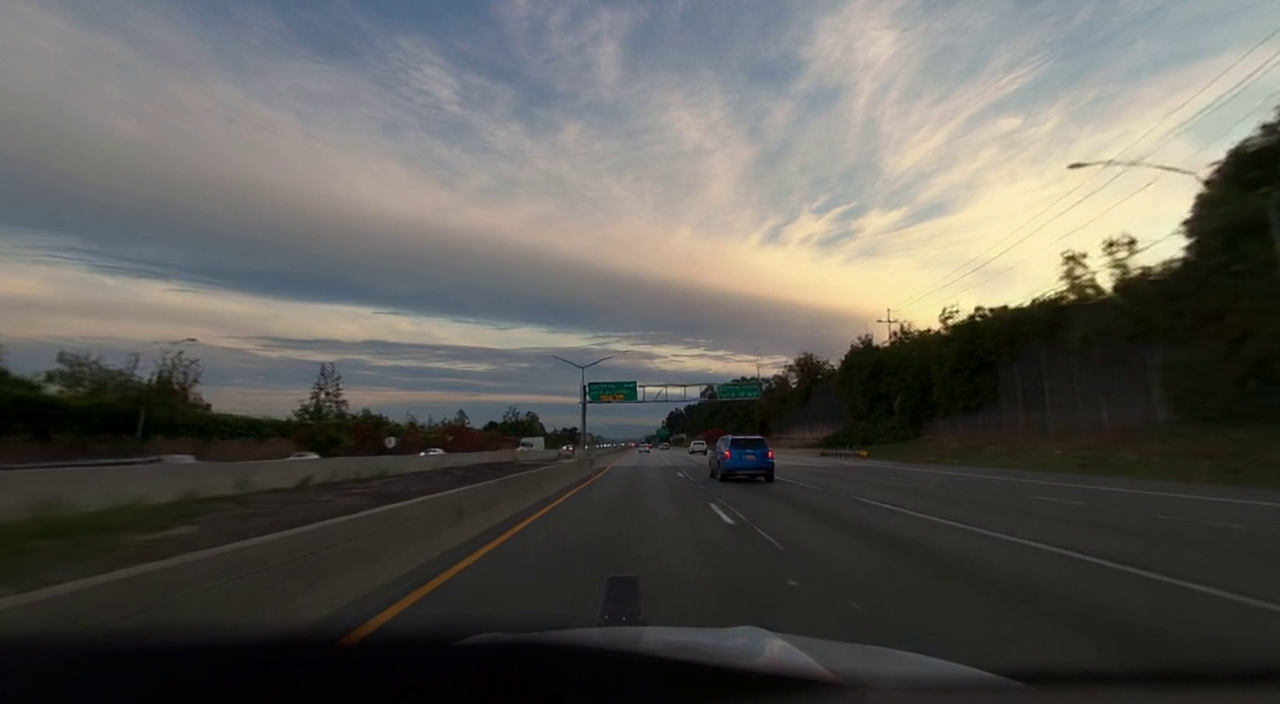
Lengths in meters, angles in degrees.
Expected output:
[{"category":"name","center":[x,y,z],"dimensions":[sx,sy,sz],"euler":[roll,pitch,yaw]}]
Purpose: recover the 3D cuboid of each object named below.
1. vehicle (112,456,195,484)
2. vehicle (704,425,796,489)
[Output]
[{"category":"vehicle","center":[-25.287,6.121,32.927],"dimensions":[1.643,1.348,3.372],"euler":[0,-8,0]},{"category":"vehicle","center":[3.374,3.326,20.284],"dimensions":[2.120,1.832,4.287],"euler":[0,-8,-1]}]
